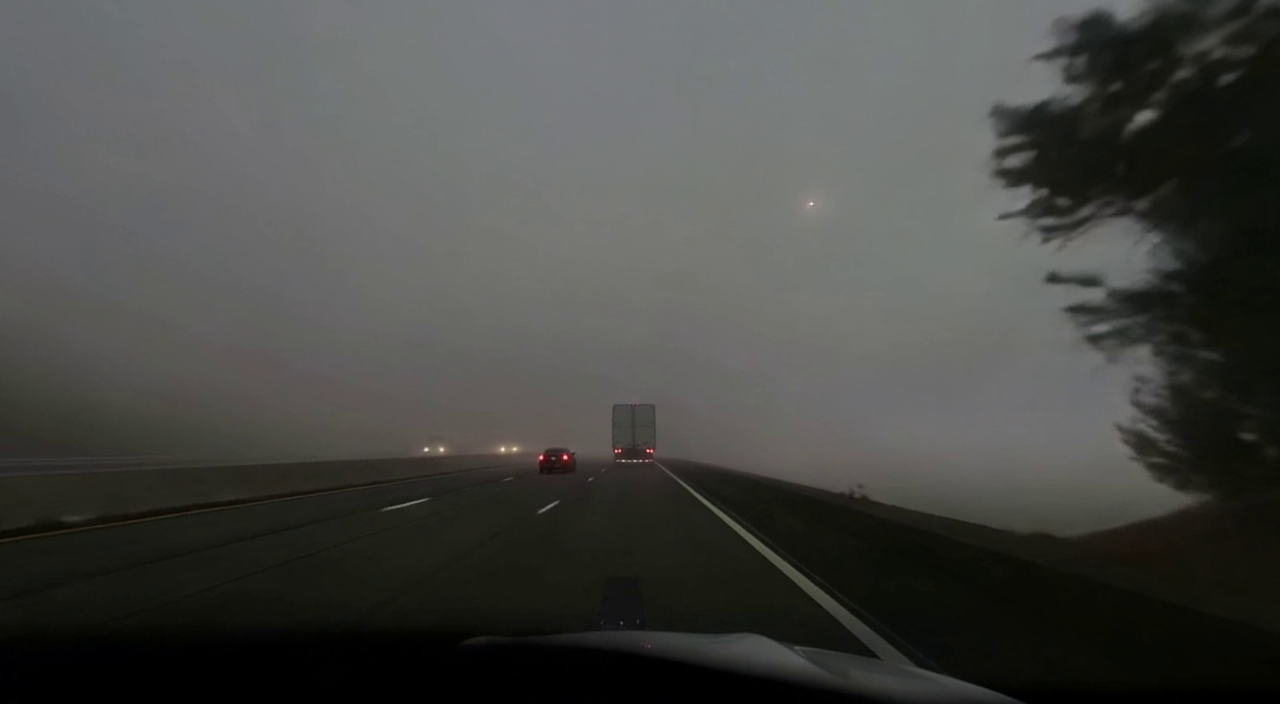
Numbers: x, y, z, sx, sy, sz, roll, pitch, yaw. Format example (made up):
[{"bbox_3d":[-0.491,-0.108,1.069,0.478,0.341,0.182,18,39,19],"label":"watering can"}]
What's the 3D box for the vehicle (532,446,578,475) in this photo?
[{"bbox_3d":[-4.654,5.974,35.109,1.892,1.471,5.047,0,-9,-1],"label":"vehicle"}]
